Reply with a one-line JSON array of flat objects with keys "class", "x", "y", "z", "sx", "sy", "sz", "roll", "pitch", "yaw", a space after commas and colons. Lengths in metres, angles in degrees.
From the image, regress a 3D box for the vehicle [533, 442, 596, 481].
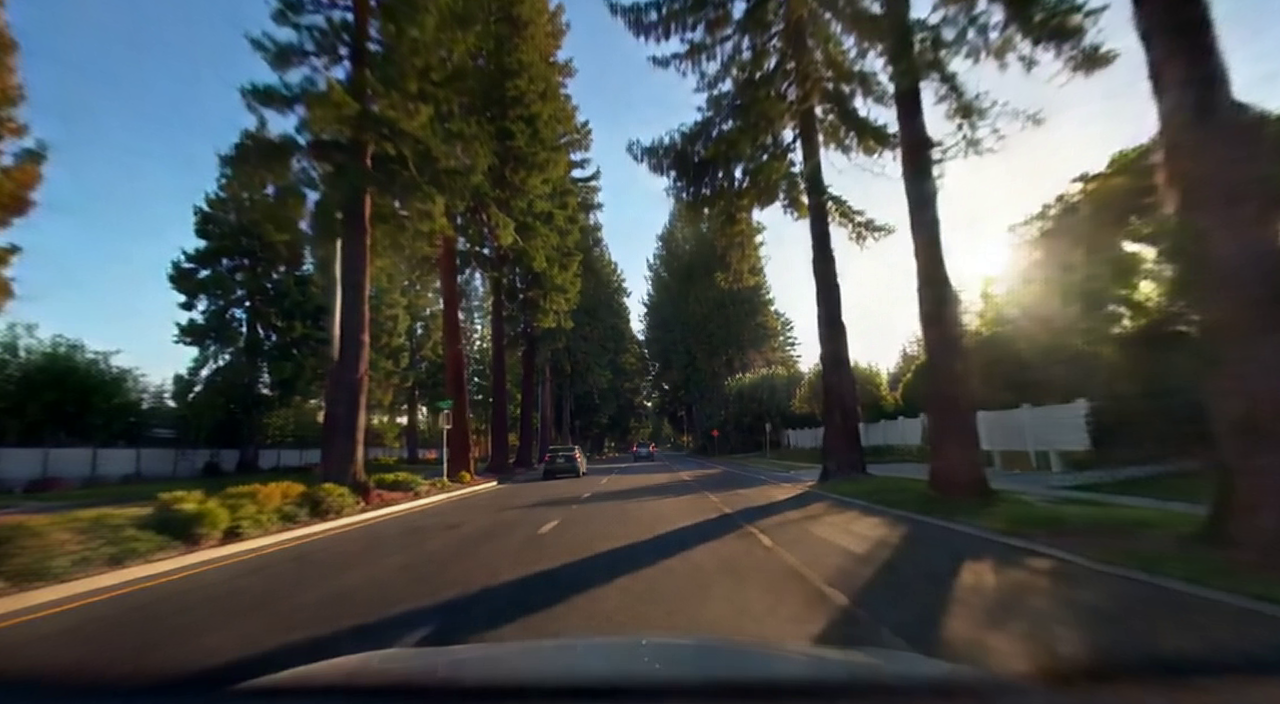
[{"class": "vehicle", "x": -3.011, "y": 4.497, "z": 26.109, "sx": 2.021, "sy": 1.466, "sz": 4.330, "roll": 0, "pitch": -9, "yaw": 1}]
